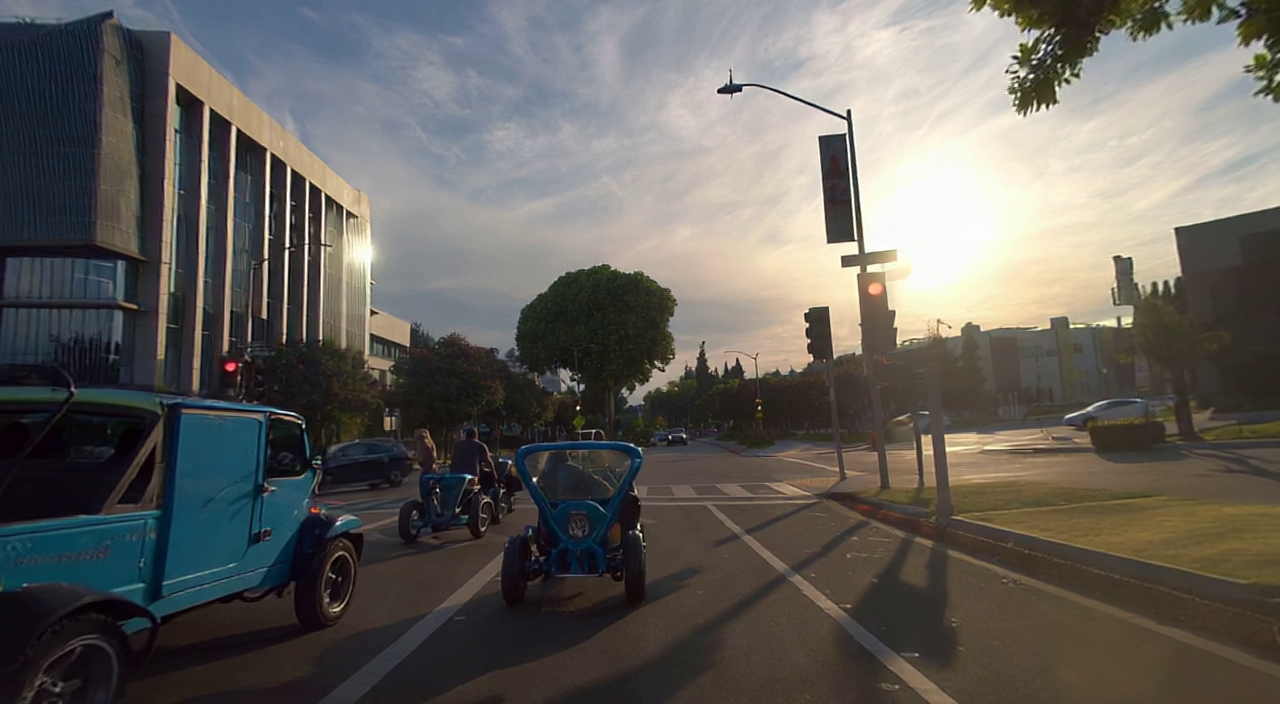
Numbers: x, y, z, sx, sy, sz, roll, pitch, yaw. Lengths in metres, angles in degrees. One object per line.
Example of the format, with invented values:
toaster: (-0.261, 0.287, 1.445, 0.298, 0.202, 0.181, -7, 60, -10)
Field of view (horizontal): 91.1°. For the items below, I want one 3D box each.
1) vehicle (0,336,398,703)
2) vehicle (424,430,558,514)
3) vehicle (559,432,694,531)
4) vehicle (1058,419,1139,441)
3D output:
vehicle: (-3.611, 1.128, 4.435, 2.000, 1.809, 4.405, 0, -8, 0)
vehicle: (-3.191, 2.655, 14.376, 1.935, 1.615, 4.073, -1, -8, 2)
vehicle: (-0.169, 2.255, 11.522, 2.025, 1.458, 4.085, 0, -8, 1)
vehicle: (30.702, 5.269, 42.110, 1.751, 1.420, 4.027, 8, -12, -43)
